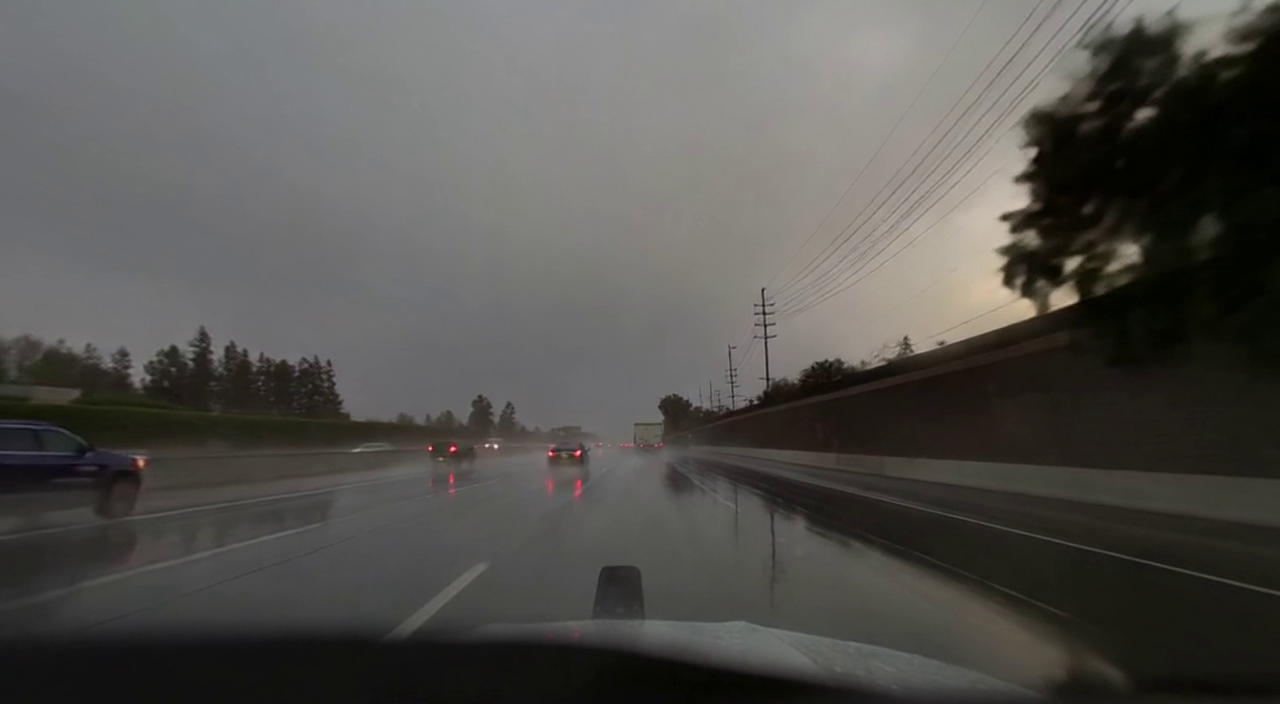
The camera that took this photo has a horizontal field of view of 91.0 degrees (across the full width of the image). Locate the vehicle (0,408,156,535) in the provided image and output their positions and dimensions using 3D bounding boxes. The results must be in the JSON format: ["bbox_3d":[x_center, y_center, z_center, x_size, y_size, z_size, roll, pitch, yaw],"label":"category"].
[{"bbox_3d":[-10.603,1.759,9.247,2.310,1.853,5.817,0,-9,1],"label":"vehicle"}]

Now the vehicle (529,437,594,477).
[{"bbox_3d":[-3.189,4.429,26.719,2.045,1.532,4.954,0,-9,1],"label":"vehicle"}]

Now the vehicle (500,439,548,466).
[{"bbox_3d":[-6.856,5.999,37.705,1.946,1.514,4.687,0,-9,1],"label":"vehicle"}]

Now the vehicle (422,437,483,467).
[{"bbox_3d":[-10.842,5.823,36.790,2.058,1.621,4.739,0,-9,1],"label":"vehicle"}]
